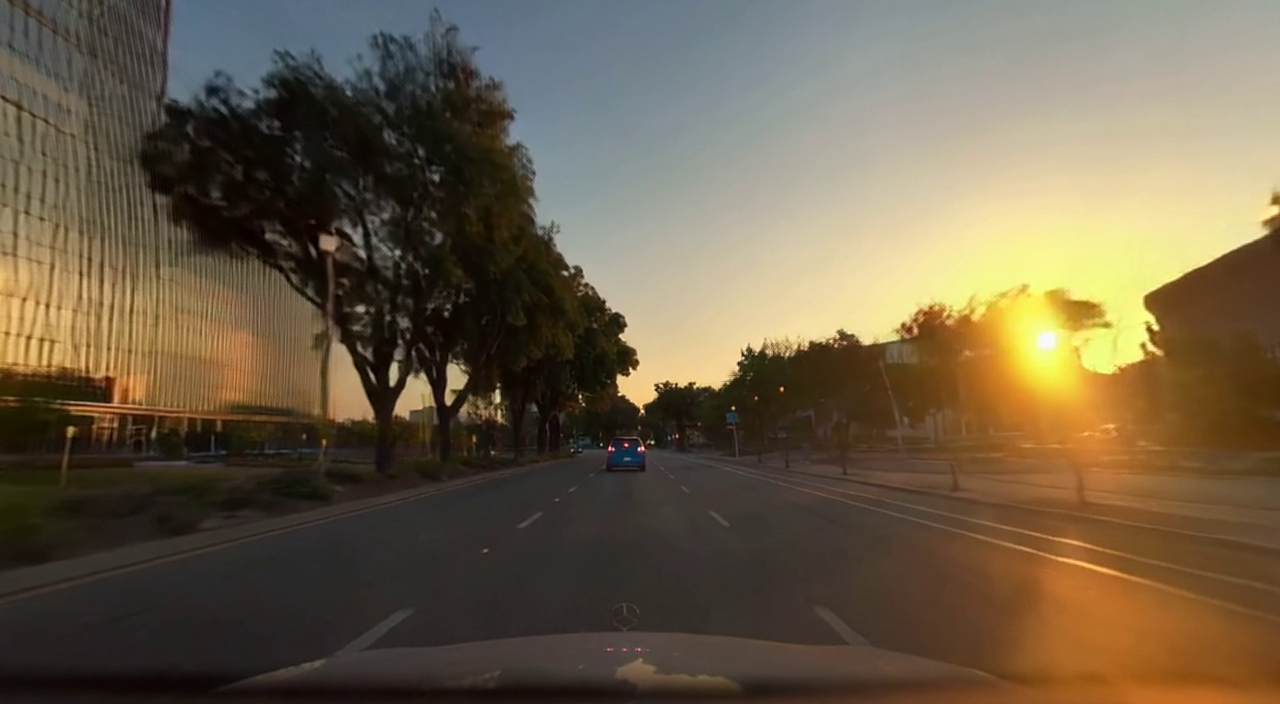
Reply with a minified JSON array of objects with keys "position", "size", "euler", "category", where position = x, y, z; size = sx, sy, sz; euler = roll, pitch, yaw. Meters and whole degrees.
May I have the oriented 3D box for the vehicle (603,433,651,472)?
[{"position":[-0.637,5.213,32.881],"size":[2.313,1.860,4.319],"euler":[0,-9,-1],"category":"vehicle"}]
